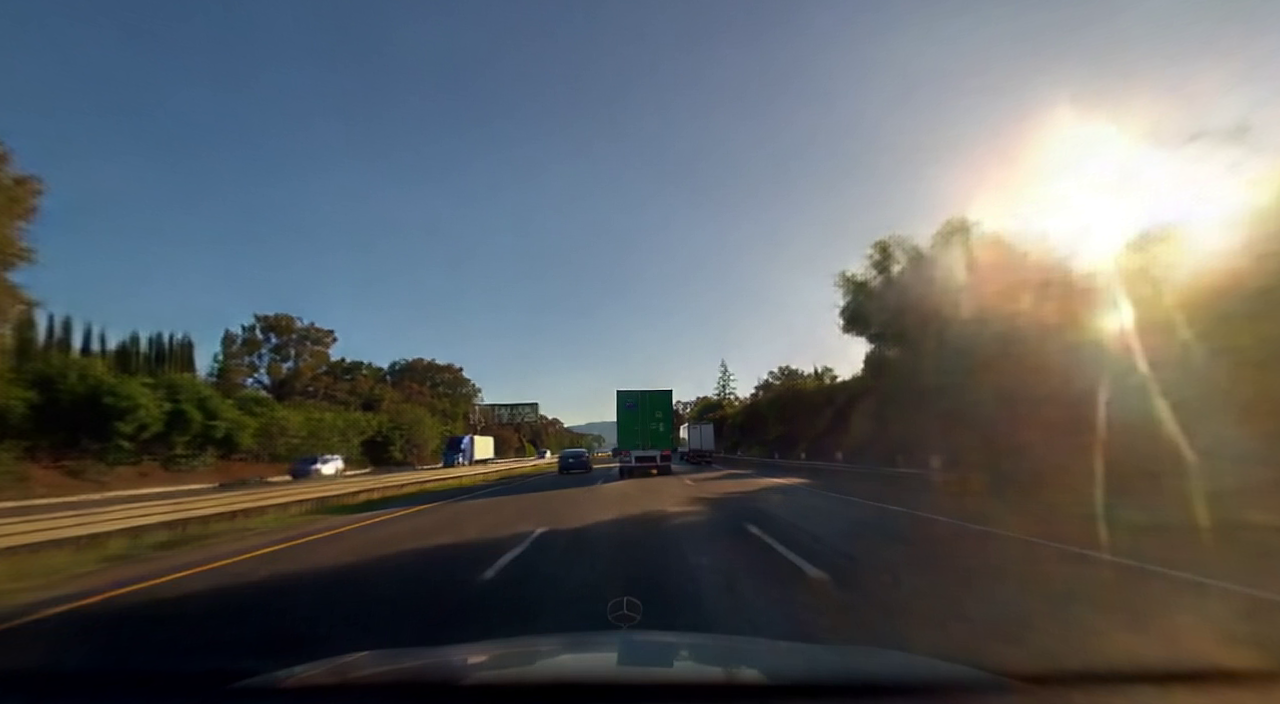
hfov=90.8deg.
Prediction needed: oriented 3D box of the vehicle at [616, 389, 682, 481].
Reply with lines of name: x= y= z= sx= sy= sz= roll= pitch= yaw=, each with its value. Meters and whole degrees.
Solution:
vehicle: x=0.317 y=4.546 z=33.741 sx=2.932 sy=4.042 sz=11.054 roll=0 pitch=-9 yaw=-1

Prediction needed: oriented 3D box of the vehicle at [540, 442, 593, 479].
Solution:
vehicle: x=-3.571 y=5.389 z=31.523 sx=2.173 sy=1.657 sz=4.401 roll=0 pitch=-9 yaw=-1
